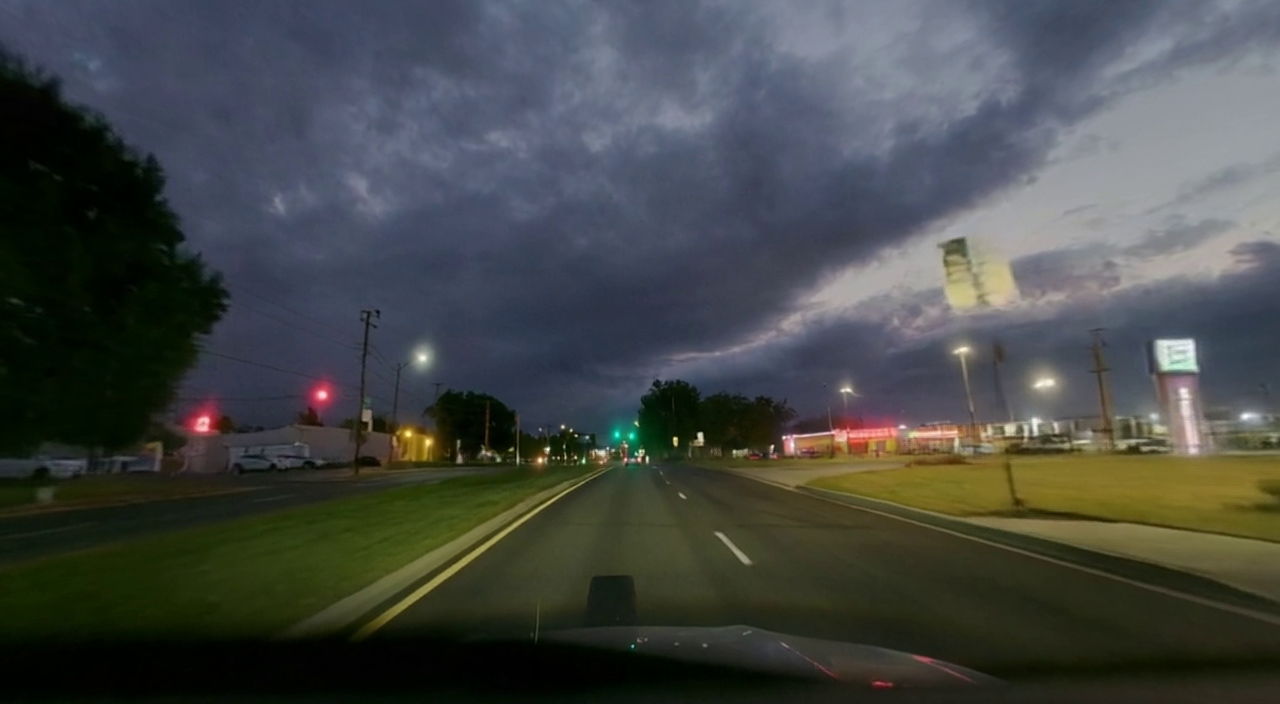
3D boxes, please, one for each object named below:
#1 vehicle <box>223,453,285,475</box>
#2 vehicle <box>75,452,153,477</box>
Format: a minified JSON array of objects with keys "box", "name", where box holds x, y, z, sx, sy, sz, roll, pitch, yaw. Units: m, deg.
[{"box":[-28.015,8.130,46.109,1.808,1.441,4.386,0,-9,-1],"name":"vehicle"},{"box":[-37.792,8.056,45.615,1.903,1.674,4.493,1,-9,-3],"name":"vehicle"}]
